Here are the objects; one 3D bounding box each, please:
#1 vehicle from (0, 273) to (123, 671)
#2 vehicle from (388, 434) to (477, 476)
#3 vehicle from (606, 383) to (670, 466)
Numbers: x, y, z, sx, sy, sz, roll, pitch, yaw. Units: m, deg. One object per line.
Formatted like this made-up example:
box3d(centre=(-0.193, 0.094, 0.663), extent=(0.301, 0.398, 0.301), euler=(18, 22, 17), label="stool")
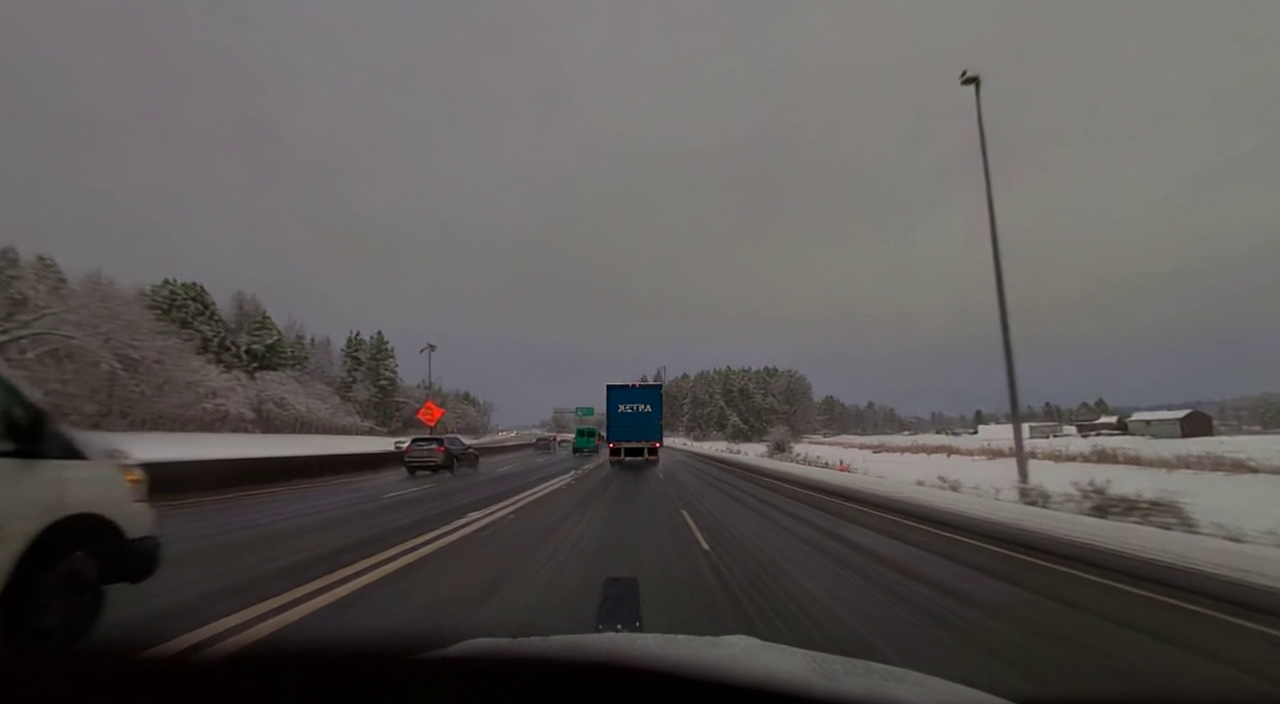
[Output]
box3d(centre=(-4.720, 0.285, 1.017), extent=(2.584, 2.082, 5.968), euler=(0, -8, 1), label="vehicle")
box3d(centre=(-8.255, 4.149, 25.517), extent=(1.915, 1.506, 4.594), euler=(0, -8, 1), label="vehicle")
box3d(centre=(-0.171, 4.547, 36.920), extent=(3.183, 4.011, 9.617), euler=(-1, -11, -1), label="vehicle")
